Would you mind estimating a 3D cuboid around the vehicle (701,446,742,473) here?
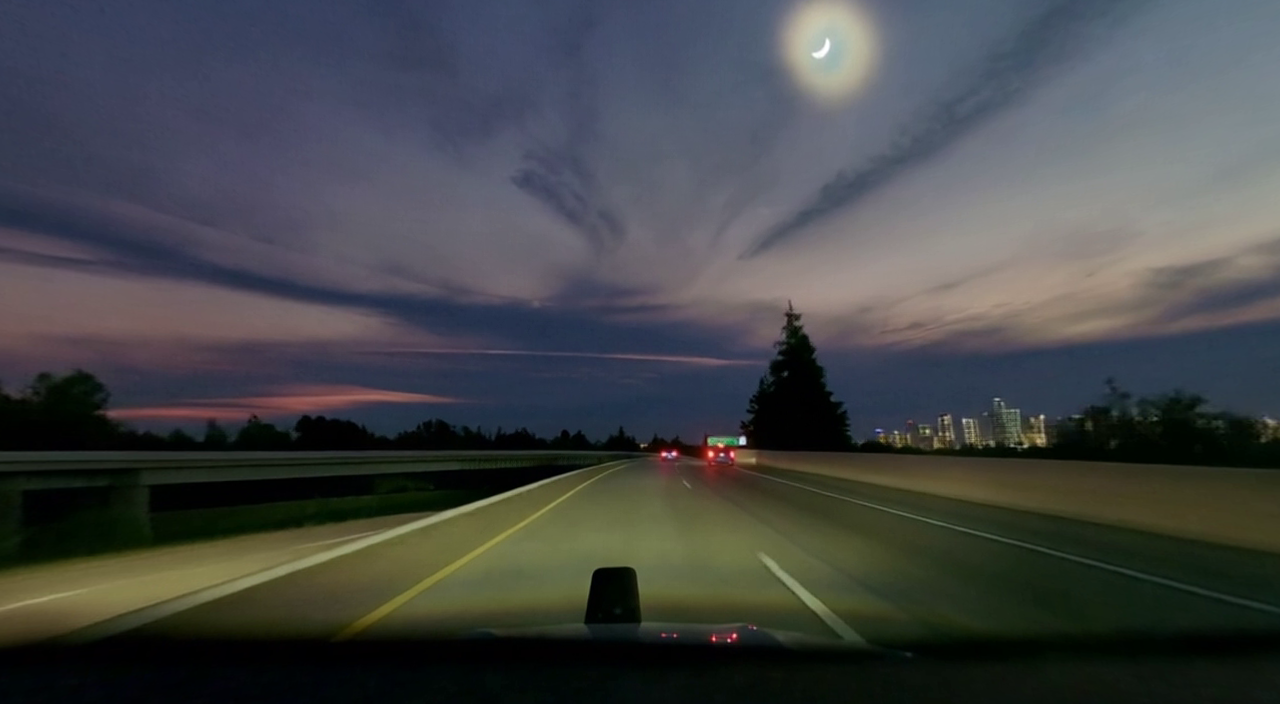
[{"bbox_3d":[4.875,6.478,38.146,2.030,1.526,4.165,0,-9,2],"label":"vehicle"}]
